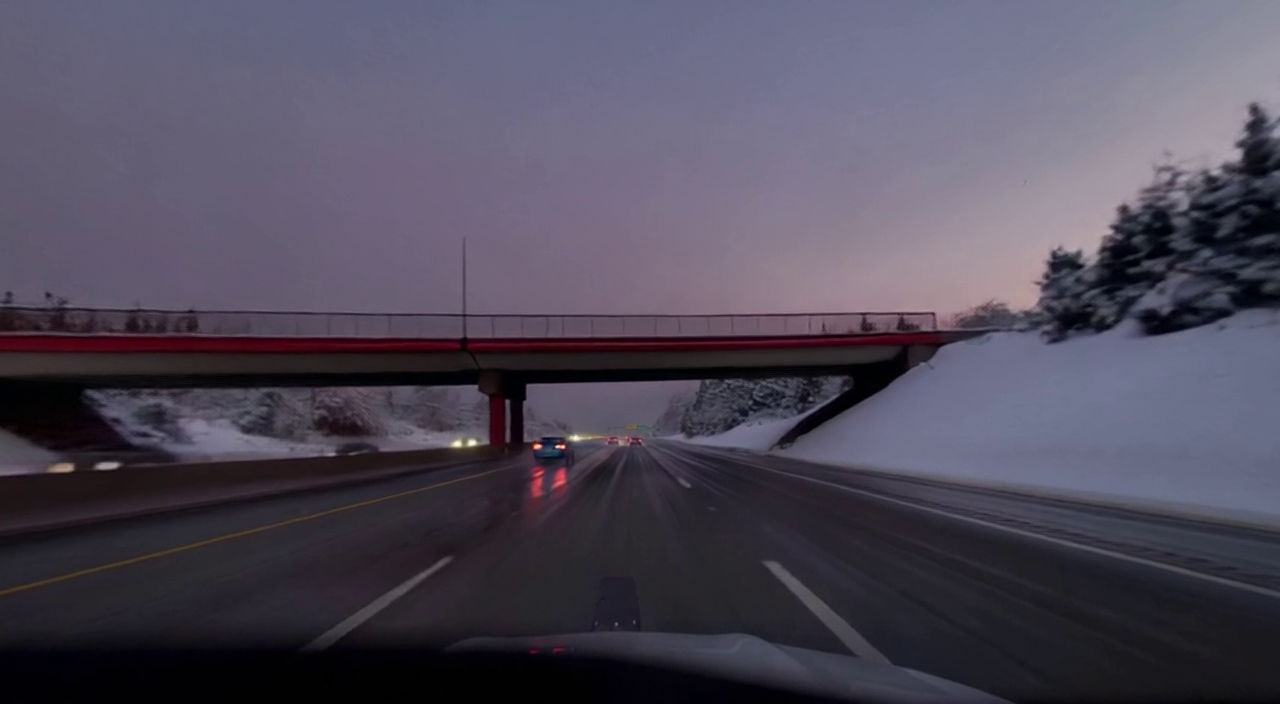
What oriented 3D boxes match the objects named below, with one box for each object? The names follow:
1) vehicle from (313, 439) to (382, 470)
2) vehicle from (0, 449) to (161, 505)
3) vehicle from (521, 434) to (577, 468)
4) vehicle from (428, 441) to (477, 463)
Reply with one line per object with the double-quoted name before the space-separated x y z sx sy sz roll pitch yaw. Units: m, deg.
"vehicle" -16.209 5.664 35.137 1.871 1.548 4.080 0 -8 0
"vehicle" -16.466 3.526 18.243 1.750 1.335 4.396 0 -8 0
"vehicle" -4.388 4.844 30.995 2.074 1.535 4.437 0 -8 0
"vehicle" -13.027 6.948 44.098 1.970 1.473 4.699 0 -8 0
